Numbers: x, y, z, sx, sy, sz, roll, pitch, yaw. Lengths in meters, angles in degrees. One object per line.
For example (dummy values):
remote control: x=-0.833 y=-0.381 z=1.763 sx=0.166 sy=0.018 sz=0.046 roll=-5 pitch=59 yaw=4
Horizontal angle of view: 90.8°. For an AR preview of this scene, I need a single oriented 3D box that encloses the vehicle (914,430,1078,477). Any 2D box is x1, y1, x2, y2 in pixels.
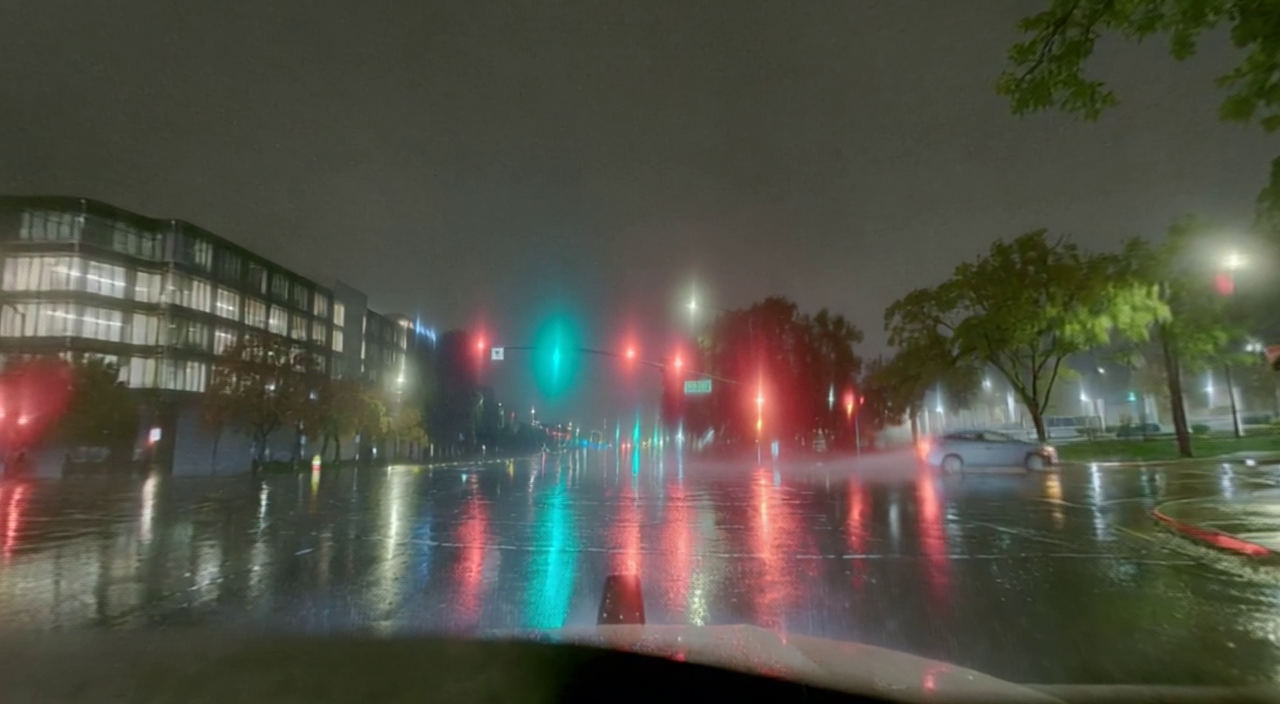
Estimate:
vehicle: x=14.449 y=4.173 z=25.962 sx=5.357 sy=1.814 sz=2.141 roll=-1 pitch=-8 yaw=3
